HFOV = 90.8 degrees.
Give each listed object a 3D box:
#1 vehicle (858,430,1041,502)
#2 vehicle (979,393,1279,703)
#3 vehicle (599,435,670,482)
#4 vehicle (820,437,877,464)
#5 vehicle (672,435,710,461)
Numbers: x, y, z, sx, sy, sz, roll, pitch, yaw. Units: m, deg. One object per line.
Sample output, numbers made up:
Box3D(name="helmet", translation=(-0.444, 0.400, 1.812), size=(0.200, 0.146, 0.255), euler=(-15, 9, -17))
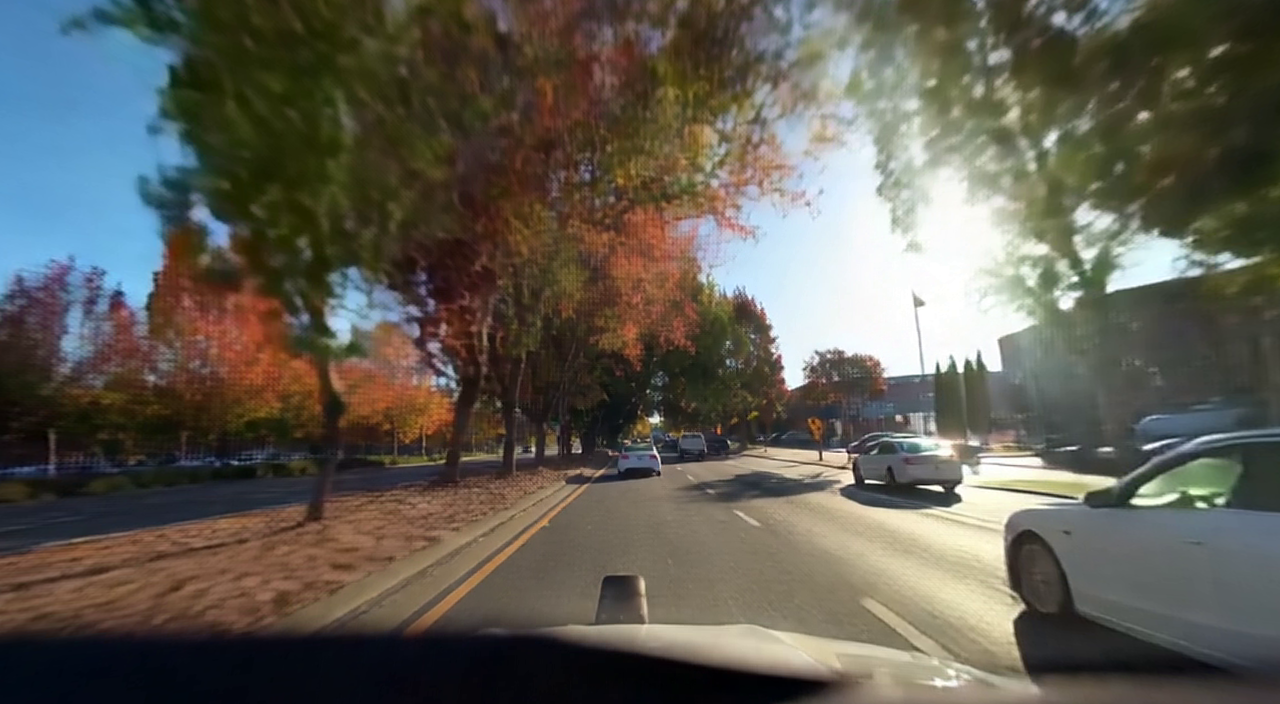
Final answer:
Box3D(name="vehicle", translation=(7.334, 2.748, 15.671), size=(2.111, 1.493, 4.639), euler=(0, -8, -1))
Box3D(name="vehicle", translation=(3.685, 0.923, 2.621), size=(2.094, 1.480, 4.323), euler=(0, -8, -1))
Box3D(name="vehicle", translation=(-0.201, 3.780, 22.711), size=(2.289, 1.471, 4.477), euler=(0, -8, -1))
Box3D(name="vehicle", translation=(14.608, 6.948, 44.586), size=(2.205, 1.754, 4.925), euler=(0, -8, -2))
Box3D(name="vehicle", translation=(3.468, 6.687, 44.084), size=(2.188, 1.760, 4.297), euler=(0, -8, -1))
